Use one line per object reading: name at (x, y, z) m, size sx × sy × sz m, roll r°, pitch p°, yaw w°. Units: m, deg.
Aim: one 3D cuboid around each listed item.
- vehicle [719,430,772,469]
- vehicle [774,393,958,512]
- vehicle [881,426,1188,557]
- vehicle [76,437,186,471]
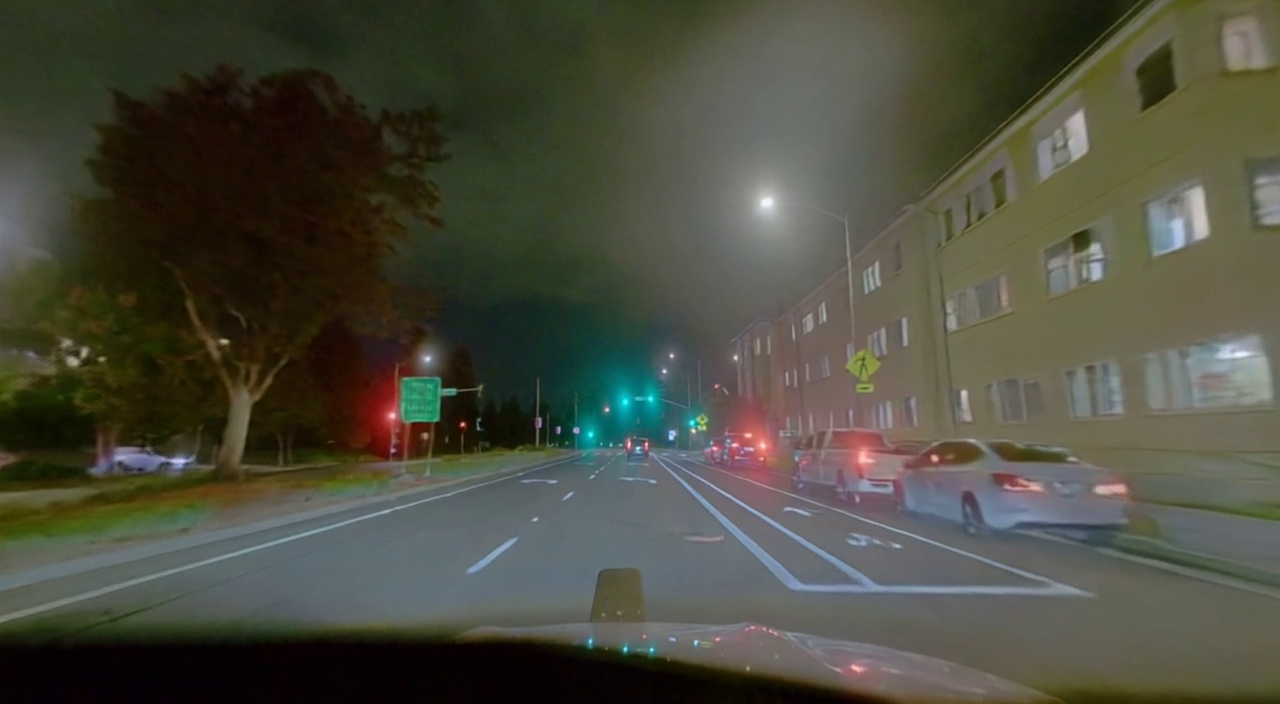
vehicle at (5.573, 5.174, 33.885) m, size 2.008 × 1.930 × 4.919 m, roll 0°, pitch -8°, yaw 1°
vehicle at (5.455, 2.603, 16.598) m, size 2.324 × 2.468 × 6.422 m, roll 1°, pitch -9°, yaw -1°
vehicle at (5.743, 2.072, 10.119) m, size 1.940 × 1.584 × 4.553 m, roll 0°, pitch -9°, yaw 0°
vehicle at (-36.553, 7.312, 45.456) m, size 5.817 × 2.386 × 2.307 m, roll 0°, pitch -9°, yaw 0°
